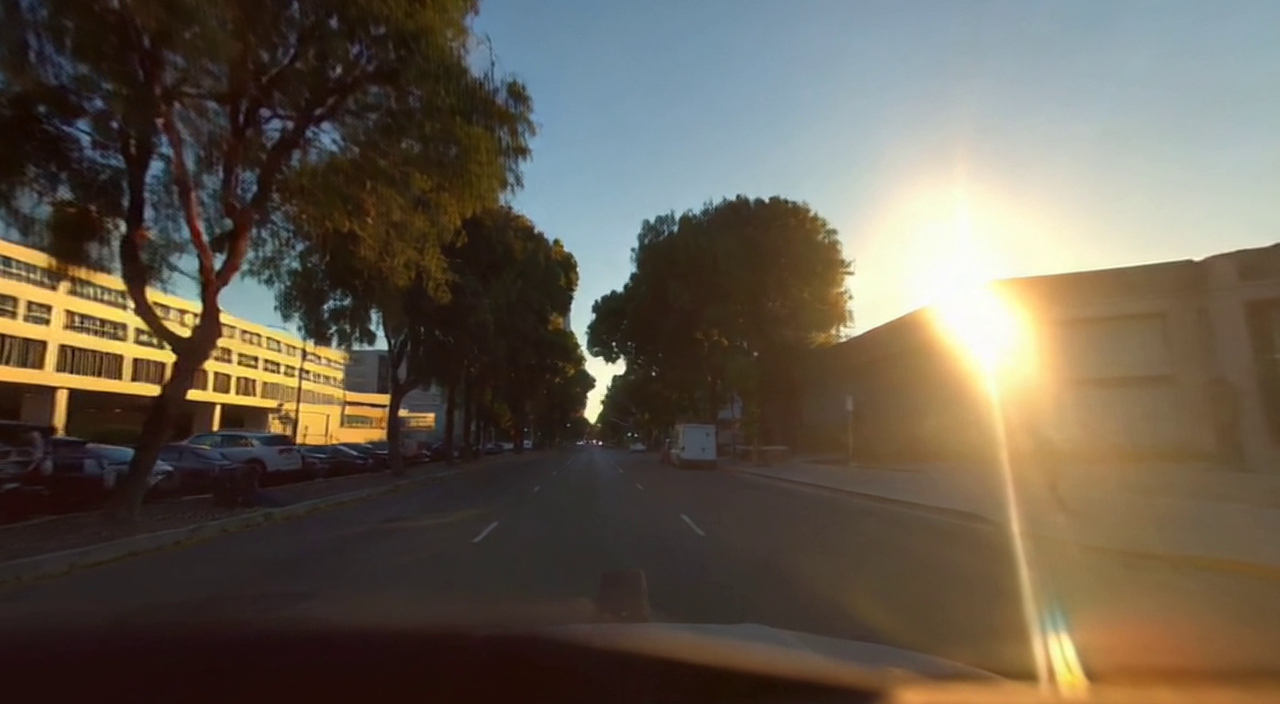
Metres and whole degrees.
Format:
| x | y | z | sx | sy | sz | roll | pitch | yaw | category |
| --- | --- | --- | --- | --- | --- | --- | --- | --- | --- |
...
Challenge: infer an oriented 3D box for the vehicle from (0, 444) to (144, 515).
| x | y | z | sx | sy | sz | roll | pitch | yaw | category |
| --- | --- | --- | --- | --- | --- | --- | --- | --- | --- |
| -14.452 | 2.828 | 14.254 | 4.625 | 1.477 | 2.054 | 0 | -8 | -3 | vehicle |

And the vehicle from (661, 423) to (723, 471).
| x | y | z | sx | sy | sz | roll | pitch | yaw | category |
| --- | --- | --- | --- | --- | --- | --- | --- | --- | --- |
| 2.882 | 5.565 | 37.066 | 2.596 | 2.509 | 6.178 | 1 | -8 | -5 | vehicle |

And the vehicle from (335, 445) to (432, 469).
| x | y | z | sx | sy | sz | roll | pitch | yaw | category |
| --- | --- | --- | --- | --- | --- | --- | --- | --- | --- |
| -16.421 | 6.740 | 40.611 | 5.269 | 1.491 | 2.133 | 0 | -8 | -3 | vehicle |

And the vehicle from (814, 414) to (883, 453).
| x | y | z | sx | sy | sz | roll | pitch | yaw | category |
| --- | --- | --- | --- | --- | --- | --- | --- | --- | --- |
| 15.257 | 6.097 | 46.648 | 2.341 | 2.648 | 6.024 | 1 | -8 | -7 | vehicle |
